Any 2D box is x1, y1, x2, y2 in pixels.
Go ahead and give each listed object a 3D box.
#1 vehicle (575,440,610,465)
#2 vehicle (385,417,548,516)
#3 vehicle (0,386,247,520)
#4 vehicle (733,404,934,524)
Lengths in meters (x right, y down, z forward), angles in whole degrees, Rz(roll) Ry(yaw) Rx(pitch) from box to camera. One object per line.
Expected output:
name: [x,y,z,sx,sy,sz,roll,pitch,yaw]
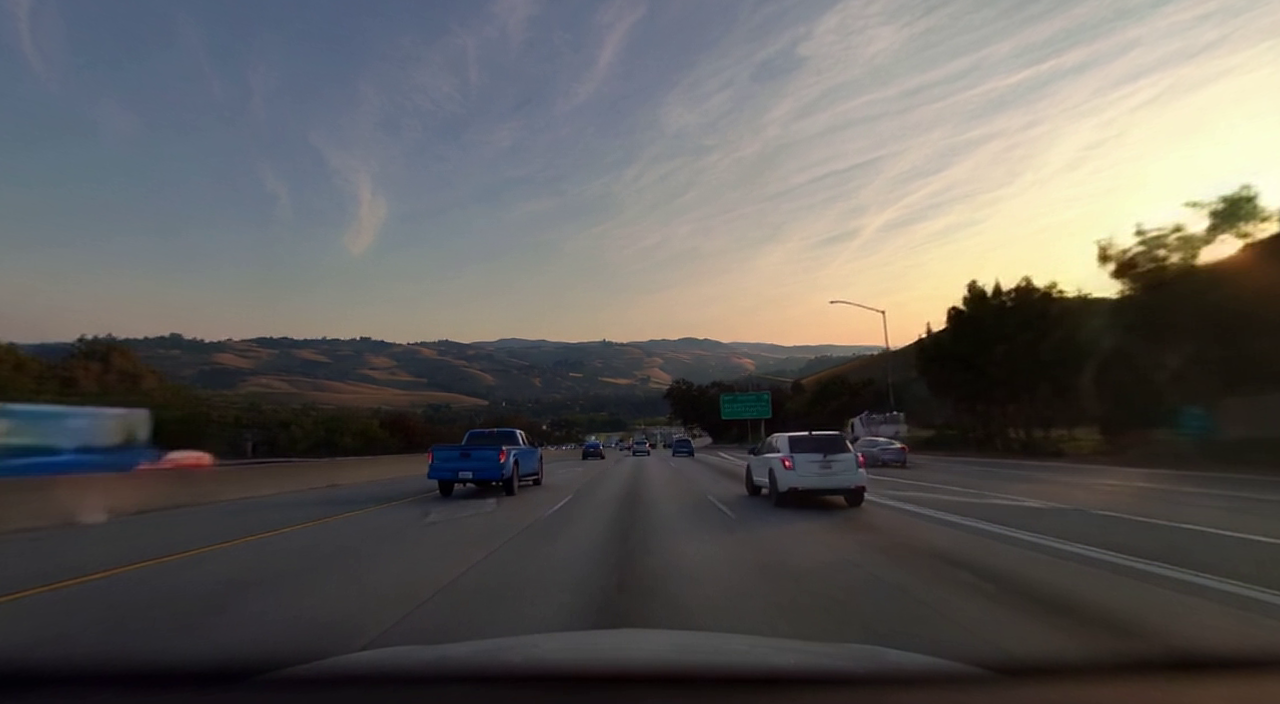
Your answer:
vehicle: [-3.486,7.492,47.223,2.235,1.785,4.386,-1,-8,1]
vehicle: [-3.689,2.551,14.646,2.227,1.853,5.161,-1,-8,1]
vehicle: [-13.618,2.236,14.094,2.839,2.511,10.655,0,-8,0]
vehicle: [3.612,2.261,13.296,2.424,1.952,5.611,0,-8,0]
